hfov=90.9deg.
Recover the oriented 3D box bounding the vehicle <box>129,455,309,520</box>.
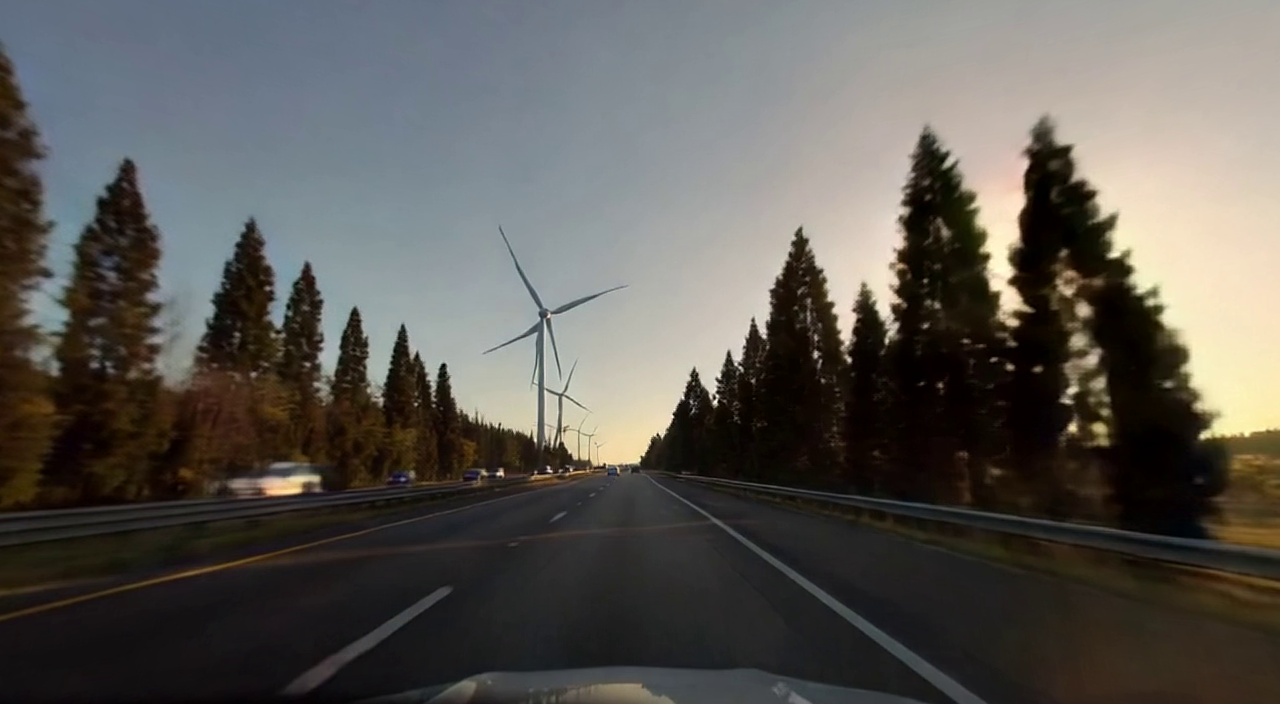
[{"bbox_3d":[-12.088,3.929,18.600,2.068,1.615,4.594,1,-11,0],"label":"vehicle"}]
